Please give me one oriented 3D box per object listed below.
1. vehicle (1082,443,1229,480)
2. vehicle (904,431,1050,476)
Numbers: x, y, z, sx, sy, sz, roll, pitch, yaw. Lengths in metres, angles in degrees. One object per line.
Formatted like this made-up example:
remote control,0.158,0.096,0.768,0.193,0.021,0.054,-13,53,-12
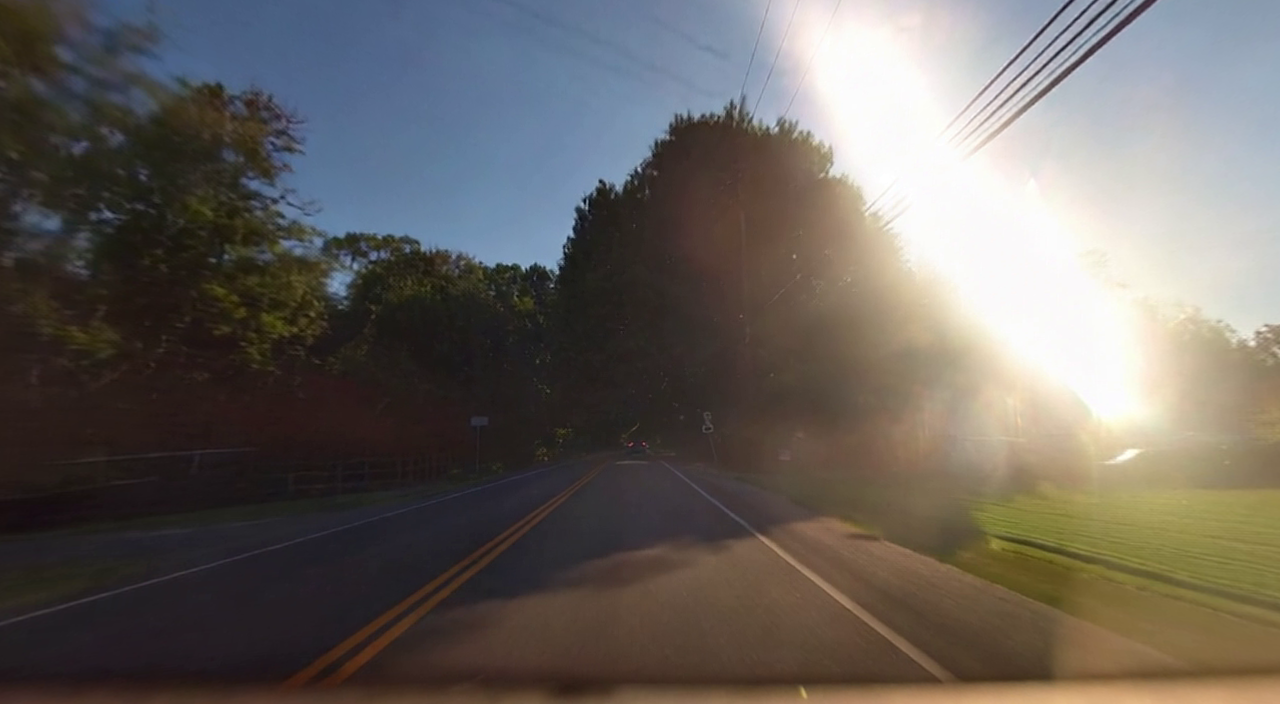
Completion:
vehicle,21.801,4.630,26.794,4.438,1.499,1.909,-1,-9,3
vehicle,15.914,4.832,30.037,5.494,2.011,2.421,-1,-9,5
